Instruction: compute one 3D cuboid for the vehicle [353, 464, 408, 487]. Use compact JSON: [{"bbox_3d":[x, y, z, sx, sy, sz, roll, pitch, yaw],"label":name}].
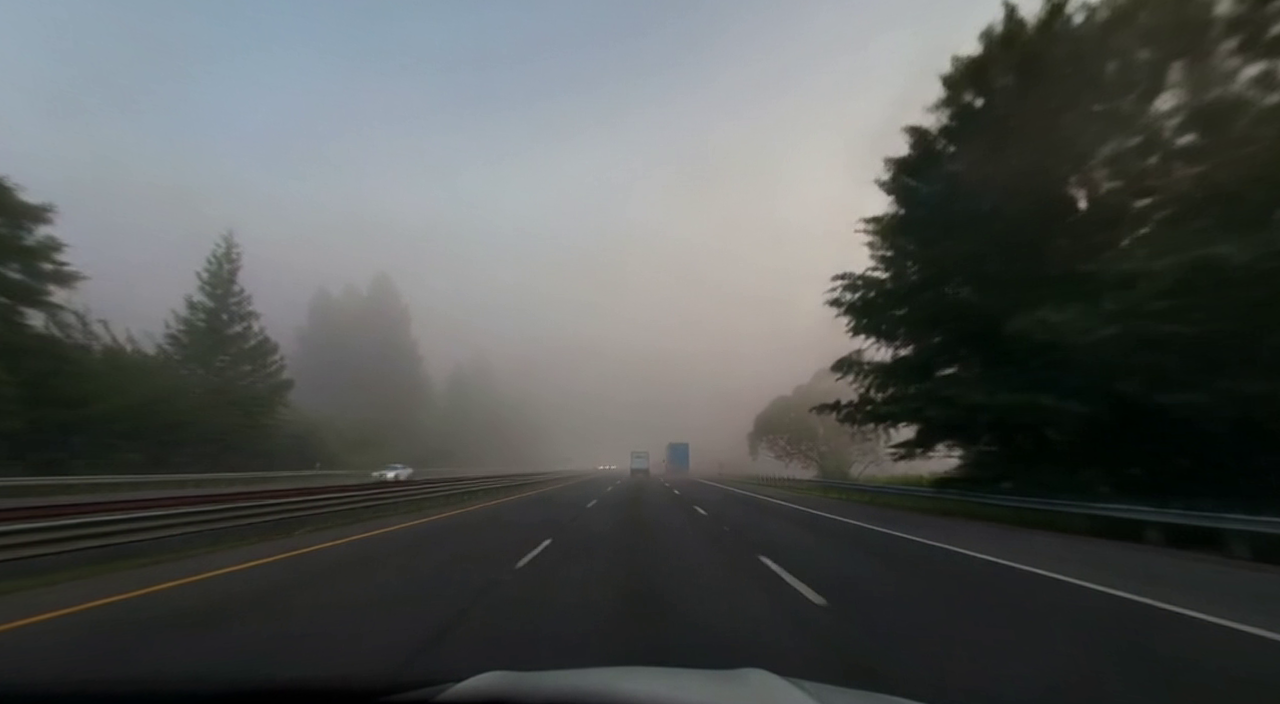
[{"bbox_3d":[-17.989,8.576,43.769,1.838,1.452,4.522,1,-10,0],"label":"vehicle"}]
